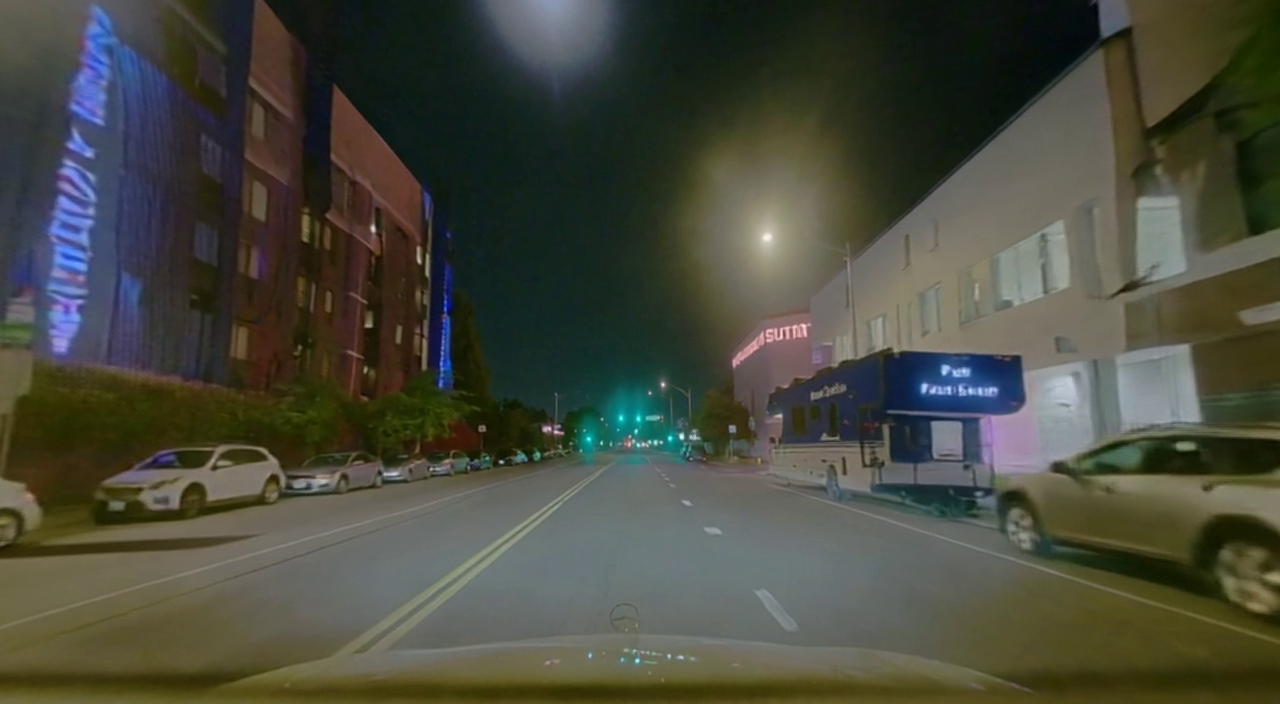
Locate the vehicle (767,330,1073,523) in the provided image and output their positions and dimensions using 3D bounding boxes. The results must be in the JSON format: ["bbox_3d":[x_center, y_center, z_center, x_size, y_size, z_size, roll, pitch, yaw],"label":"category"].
[{"bbox_3d":[6.032,2.020,16.337,3.102,3.473,9.734,0,-8,-2],"label":"vehicle"}]

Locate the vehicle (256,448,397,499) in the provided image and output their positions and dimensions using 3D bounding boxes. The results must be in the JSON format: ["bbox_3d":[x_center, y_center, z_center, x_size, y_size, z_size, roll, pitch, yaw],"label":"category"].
[{"bbox_3d":[-10.022,3.890,20.754,2.078,1.427,4.900,0,-8,0],"label":"vehicle"}]

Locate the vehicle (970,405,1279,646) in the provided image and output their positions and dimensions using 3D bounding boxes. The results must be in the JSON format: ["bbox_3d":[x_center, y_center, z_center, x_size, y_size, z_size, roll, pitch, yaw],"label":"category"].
[{"bbox_3d":[5.904,1.554,6.453,2.154,1.804,5.341,0,-8,0],"label":"vehicle"}]

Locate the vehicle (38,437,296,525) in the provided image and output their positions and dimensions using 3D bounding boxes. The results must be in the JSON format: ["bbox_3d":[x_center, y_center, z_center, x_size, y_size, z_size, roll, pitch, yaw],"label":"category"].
[{"bbox_3d":[-10.021,2.723,14.006,2.276,1.597,4.421,0,-8,0],"label":"vehicle"}]
